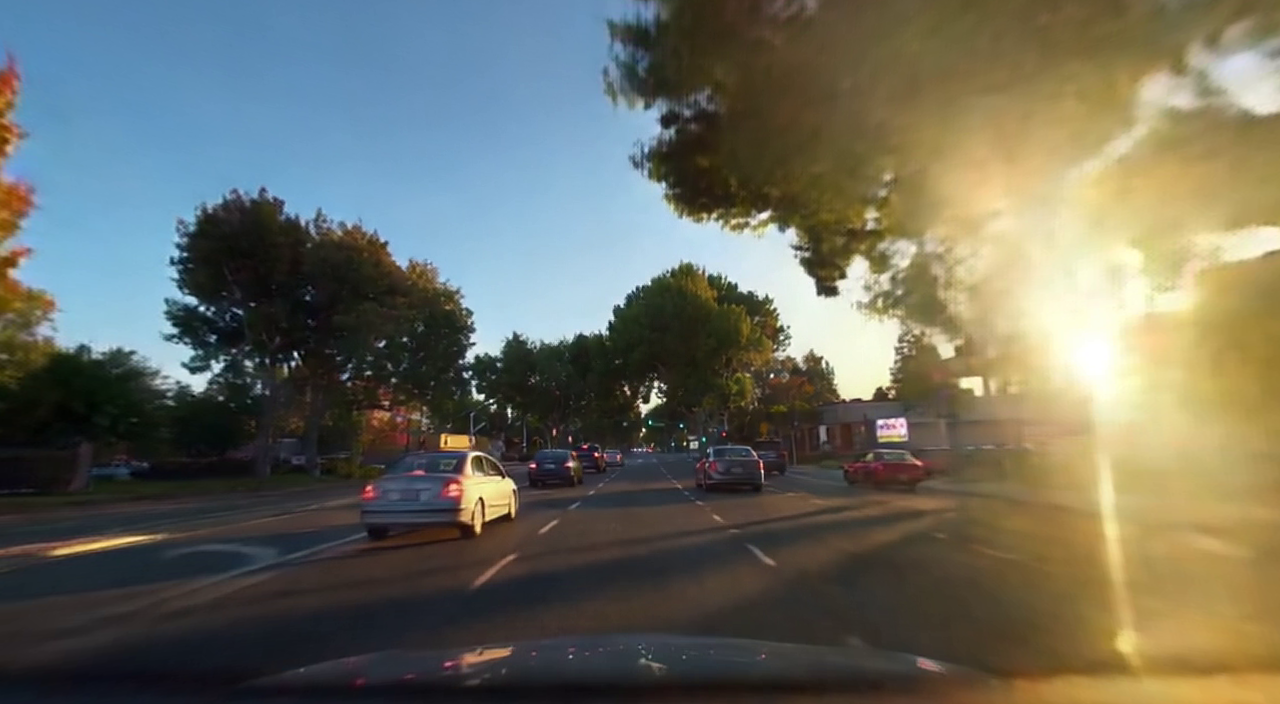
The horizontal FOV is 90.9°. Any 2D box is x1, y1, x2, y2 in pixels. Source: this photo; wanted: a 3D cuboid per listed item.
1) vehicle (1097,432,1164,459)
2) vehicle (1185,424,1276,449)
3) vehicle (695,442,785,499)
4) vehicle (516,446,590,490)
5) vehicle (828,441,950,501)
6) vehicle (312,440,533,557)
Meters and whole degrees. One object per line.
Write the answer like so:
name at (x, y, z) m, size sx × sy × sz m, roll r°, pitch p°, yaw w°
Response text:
vehicle at (29.327, 5.574, 37.821) m, size 1.793 × 1.478 × 4.462 m, roll -5°, pitch -9°, yaw 20°
vehicle at (44.789, 6.458, 47.914) m, size 1.895 × 1.633 × 4.537 m, roll 8°, pitch -12°, yaw -29°
vehicle at (2.898, 3.550, 19.264) m, size 2.004 × 1.512 × 4.206 m, roll 0°, pitch -9°, yaw -1°
vehicle at (-3.226, 4.389, 24.279) m, size 2.087 × 1.494 × 4.626 m, roll -1°, pitch -9°, yaw 1°
vehicle at (7.285, 3.522, 19.068) m, size 2.070 × 1.547 × 4.941 m, roll -1°, pitch -9°, yaw 5°
vehicle at (-3.127, 2.194, 10.201) m, size 1.952 × 1.457 × 4.372 m, roll 0°, pitch -9°, yaw 1°
